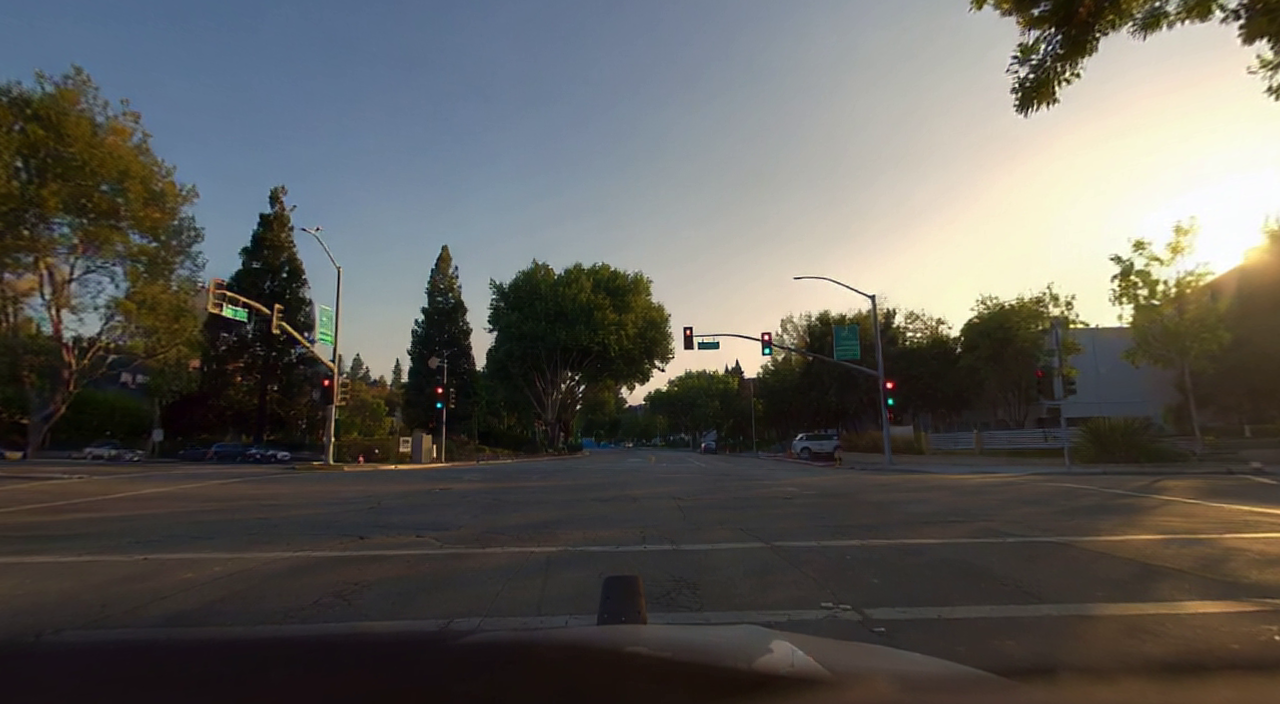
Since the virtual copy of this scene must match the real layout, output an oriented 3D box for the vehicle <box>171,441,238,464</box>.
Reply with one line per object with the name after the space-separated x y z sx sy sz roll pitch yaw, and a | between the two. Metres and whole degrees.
-29.124 6.710 42.074 1.696 1.431 3.686 -1 -8 3 | vehicle
